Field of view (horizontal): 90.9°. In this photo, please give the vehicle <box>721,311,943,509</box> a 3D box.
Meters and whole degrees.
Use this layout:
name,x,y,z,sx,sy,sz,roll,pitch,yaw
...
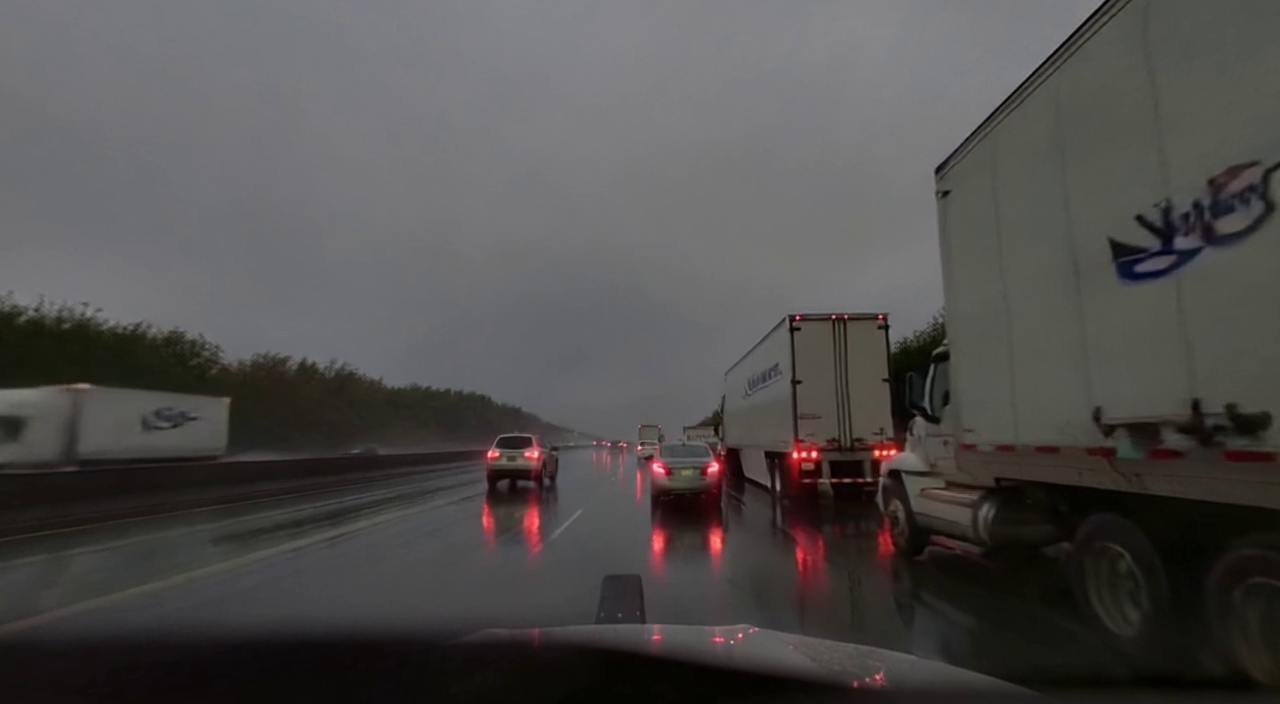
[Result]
name,x,y,z,sx,sy,sz,roll,pitch,yaw
vehicle,4.837,2.123,20.161,2.883,4.070,14.423,0,-8,1

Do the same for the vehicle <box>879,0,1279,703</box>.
name,x,y,z,sx,sy,sz,roll,pitch,yaw
vehicle,4.515,0.010,4.793,2.981,3.988,6.053,0,-8,1

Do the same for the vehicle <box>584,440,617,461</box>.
name,x,y,z,sx,sy,sz,roll,pitch,yaw
vehicle,-3.057,7.699,49.645,2.181,1.538,4.169,0,-8,2

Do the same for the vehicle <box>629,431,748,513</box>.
name,x,y,z,sx,sy,sz,roll,pitch,yaw
vehicle,0.894,2.526,13.854,2.200,1.495,4.282,0,-8,0

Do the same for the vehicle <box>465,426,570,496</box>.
name,x,y,z,sx,sy,sz,roll,pitch,yaw
vehicle,-3.313,3.032,18.043,2.006,1.729,4.447,0,-8,2

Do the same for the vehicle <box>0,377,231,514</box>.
name,x,y,z,sx,sy,sz,roll,pitch,yaw
vehicle,-14.753,2.447,16.929,2.621,2.896,7.092,0,-8,1
